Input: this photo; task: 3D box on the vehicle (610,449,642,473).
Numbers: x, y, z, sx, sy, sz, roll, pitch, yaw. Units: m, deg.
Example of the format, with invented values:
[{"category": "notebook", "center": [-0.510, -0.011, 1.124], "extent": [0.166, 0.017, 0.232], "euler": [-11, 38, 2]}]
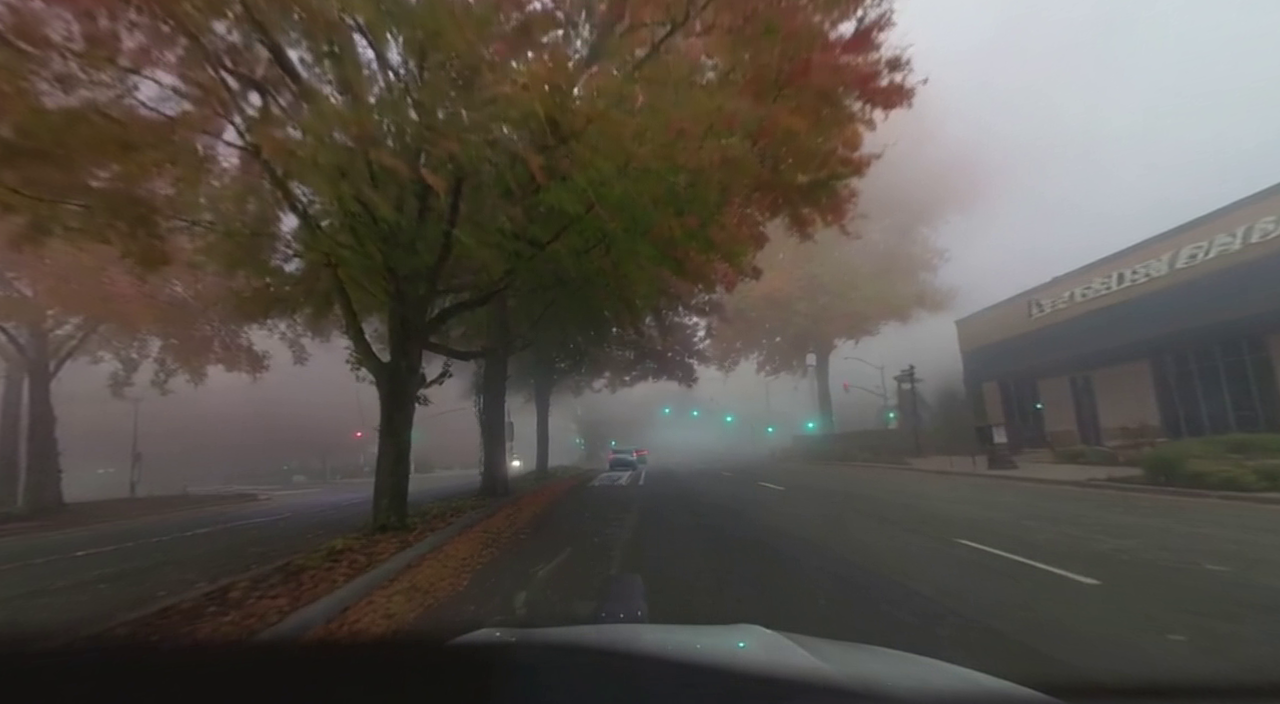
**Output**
[{"category": "vehicle", "center": [-0.883, 7.403, 43.095], "extent": [2.018, 1.512, 4.304], "euler": [0, -9, 1]}]
